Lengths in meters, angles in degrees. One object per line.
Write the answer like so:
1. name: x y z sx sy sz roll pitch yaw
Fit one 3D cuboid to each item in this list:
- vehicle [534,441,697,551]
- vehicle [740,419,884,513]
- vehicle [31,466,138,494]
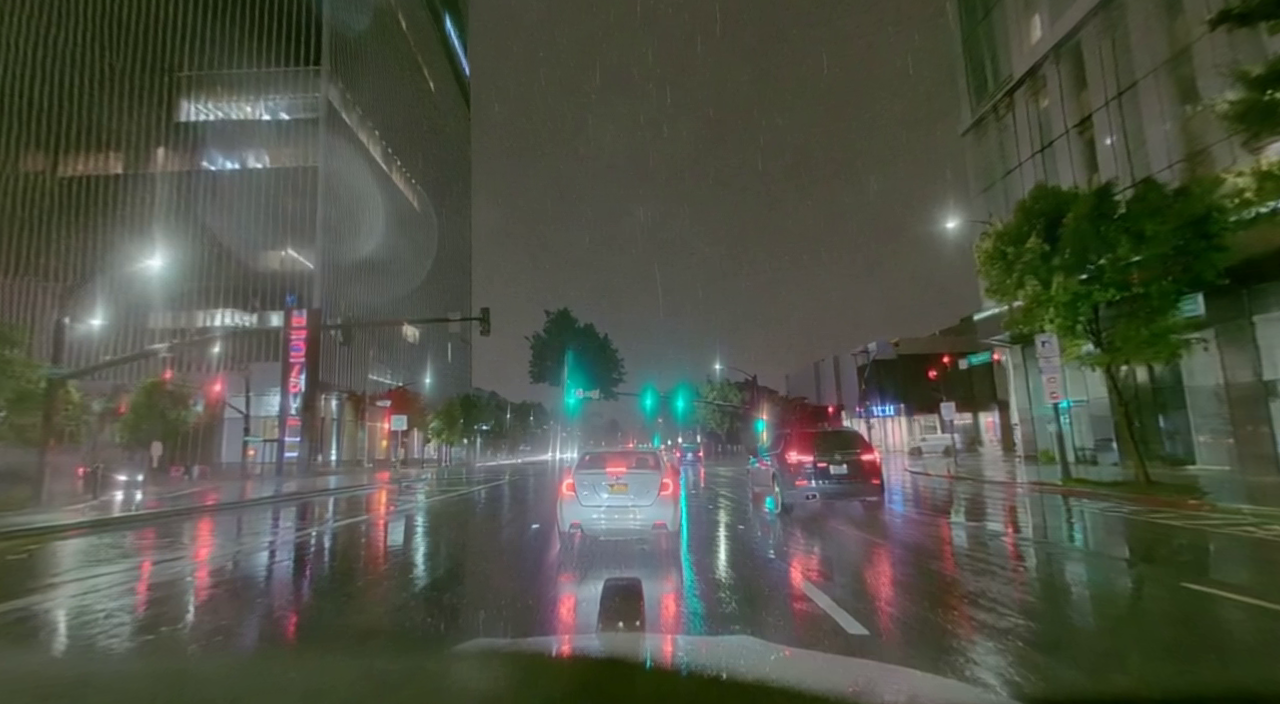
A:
1. vehicle: -0.358 2.188 10.376 2.144 1.398 3.963 0 -7 -1
2. vehicle: 3.665 2.488 14.379 2.078 1.799 4.089 0 -7 -1
3. vehicle: -34.804 8.018 39.688 4.470 1.556 2.231 1 -8 -3
